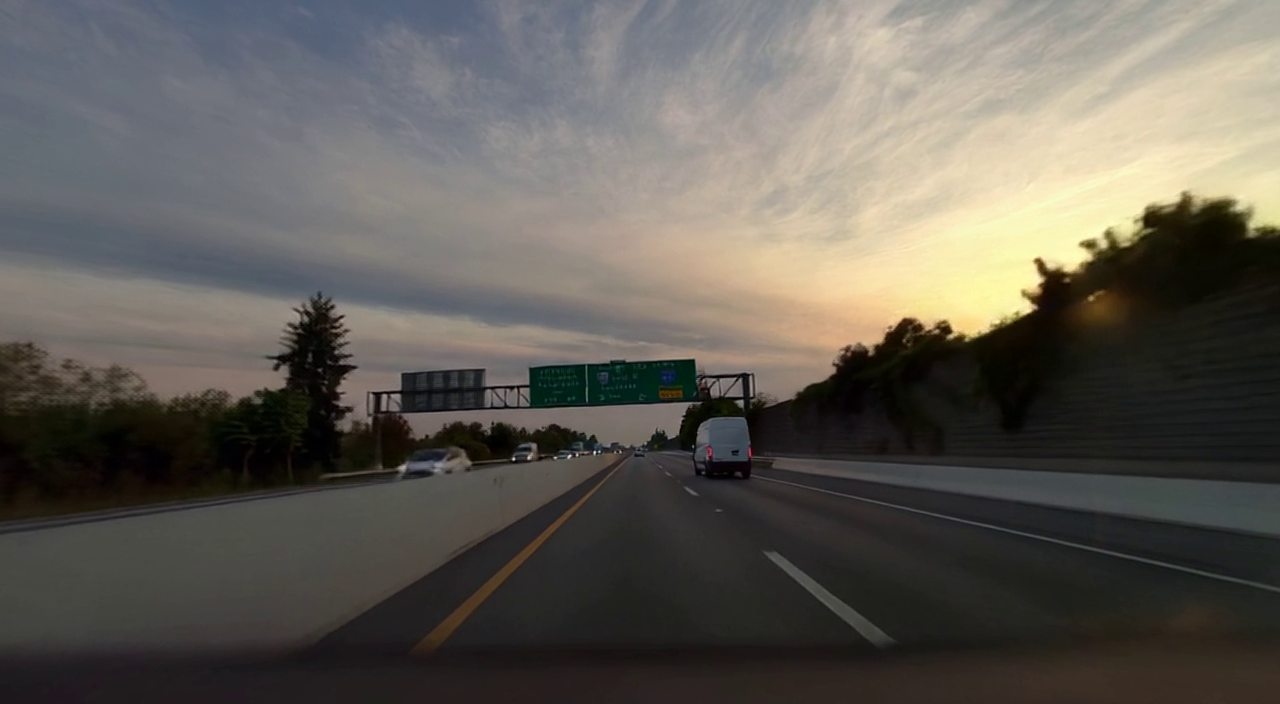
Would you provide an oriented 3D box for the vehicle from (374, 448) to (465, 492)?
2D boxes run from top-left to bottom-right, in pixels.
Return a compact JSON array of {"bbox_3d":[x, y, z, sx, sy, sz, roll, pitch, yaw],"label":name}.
[{"bbox_3d":[-8.474,4.534,24.561,2.076,1.547,4.098,0,-9,0],"label":"vehicle"}]

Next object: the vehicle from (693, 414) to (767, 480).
[{"bbox_3d":[4.132,4.577,30.249,2.449,2.805,6.763,0,-9,-1],"label":"vehicle"}]
